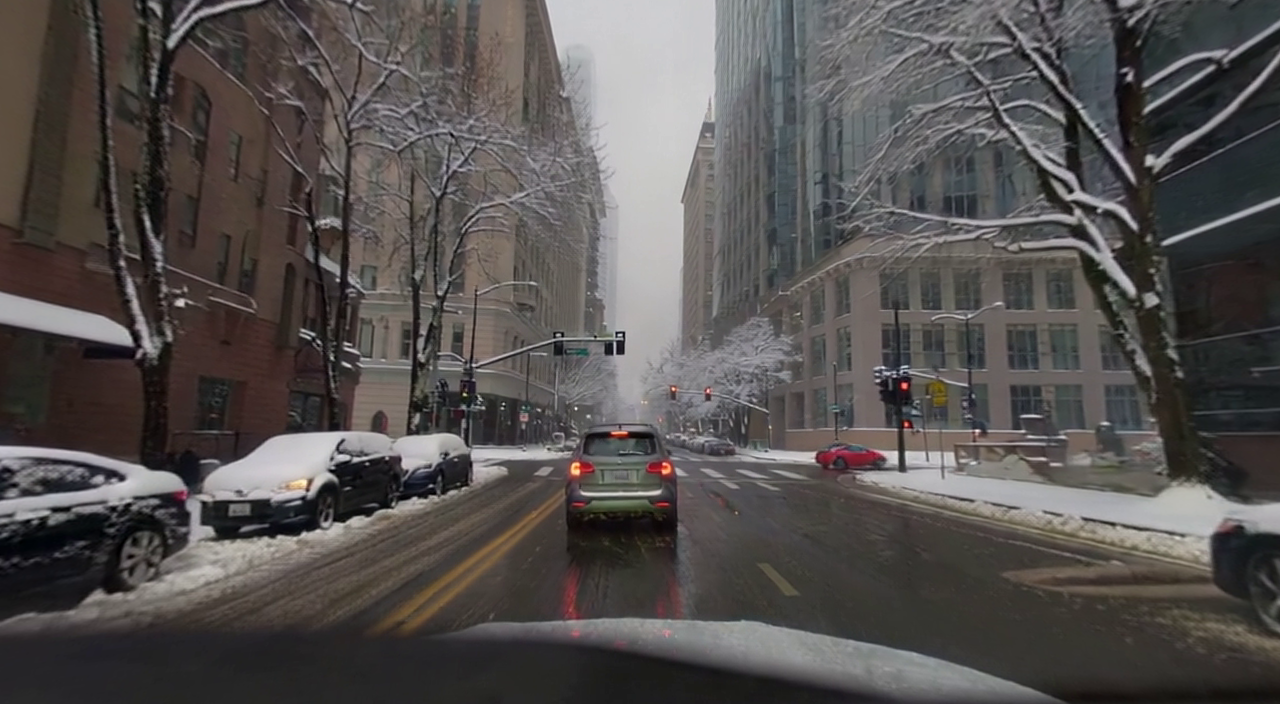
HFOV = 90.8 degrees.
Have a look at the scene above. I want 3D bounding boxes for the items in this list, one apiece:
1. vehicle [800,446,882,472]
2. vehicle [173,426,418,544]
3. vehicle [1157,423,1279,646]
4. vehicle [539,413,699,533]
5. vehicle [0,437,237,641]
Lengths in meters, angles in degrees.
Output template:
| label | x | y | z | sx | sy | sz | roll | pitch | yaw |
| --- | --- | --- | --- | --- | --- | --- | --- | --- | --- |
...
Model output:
| label | x | y | z | sx | sy | sz | roll | pitch | yaw |
| --- | --- | --- | --- | --- | --- | --- | --- | --- | --- |
| vehicle | 12.823 | 6.819 | 40.377 | 4.638 | 1.555 | 1.824 | 2 | -9 | -12 |
| vehicle | -5.780 | 2.259 | 11.447 | 1.904 | 1.684 | 4.529 | 0 | -8 | -1 |
| vehicle | 5.951 | 1.226 | 3.664 | 2.004 | 1.699 | 4.525 | 0 | -9 | -1 |
| vehicle | -0.272 | 2.017 | 11.010 | 2.258 | 1.687 | 3.934 | 0 | -9 | 1 |
| vehicle | -5.566 | 1.389 | 4.771 | 1.841 | 1.466 | 4.364 | -1 | -9 | 6 |
